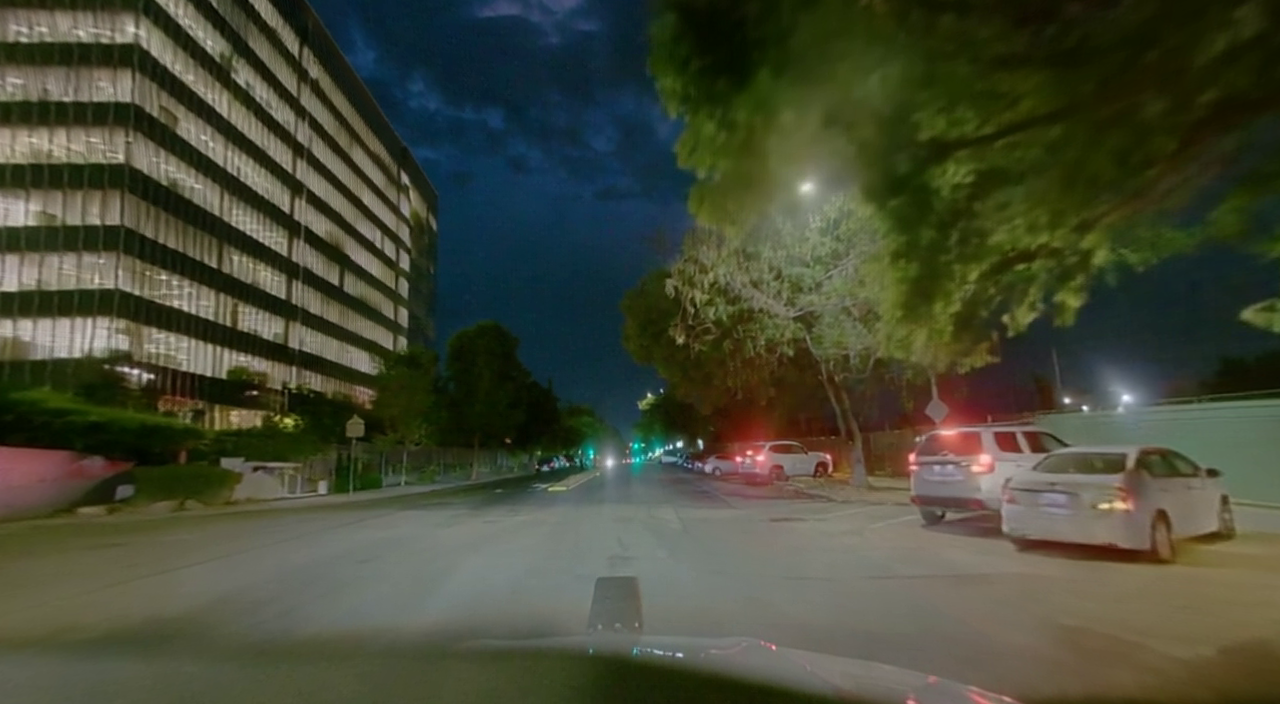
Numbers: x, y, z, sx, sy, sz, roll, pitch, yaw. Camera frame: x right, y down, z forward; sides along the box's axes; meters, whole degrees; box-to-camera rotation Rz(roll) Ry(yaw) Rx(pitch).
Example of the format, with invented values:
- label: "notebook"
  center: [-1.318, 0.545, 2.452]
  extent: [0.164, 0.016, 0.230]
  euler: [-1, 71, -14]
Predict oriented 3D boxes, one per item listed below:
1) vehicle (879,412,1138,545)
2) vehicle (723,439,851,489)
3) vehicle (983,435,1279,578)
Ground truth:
- label: "vehicle"
  center: [6.817, 2.204, 11.539]
  extent: [4.892, 1.927, 2.065]
  euler: [6, -11, -35]
- label: "vehicle"
  center: [6.382, 4.780, 27.314]
  extent: [5.061, 1.829, 2.274]
  euler: [2, -10, -29]
- label: "vehicle"
  center: [6.939, 1.937, 8.661]
  extent: [4.402, 1.474, 1.957]
  euler: [6, -11, -33]
